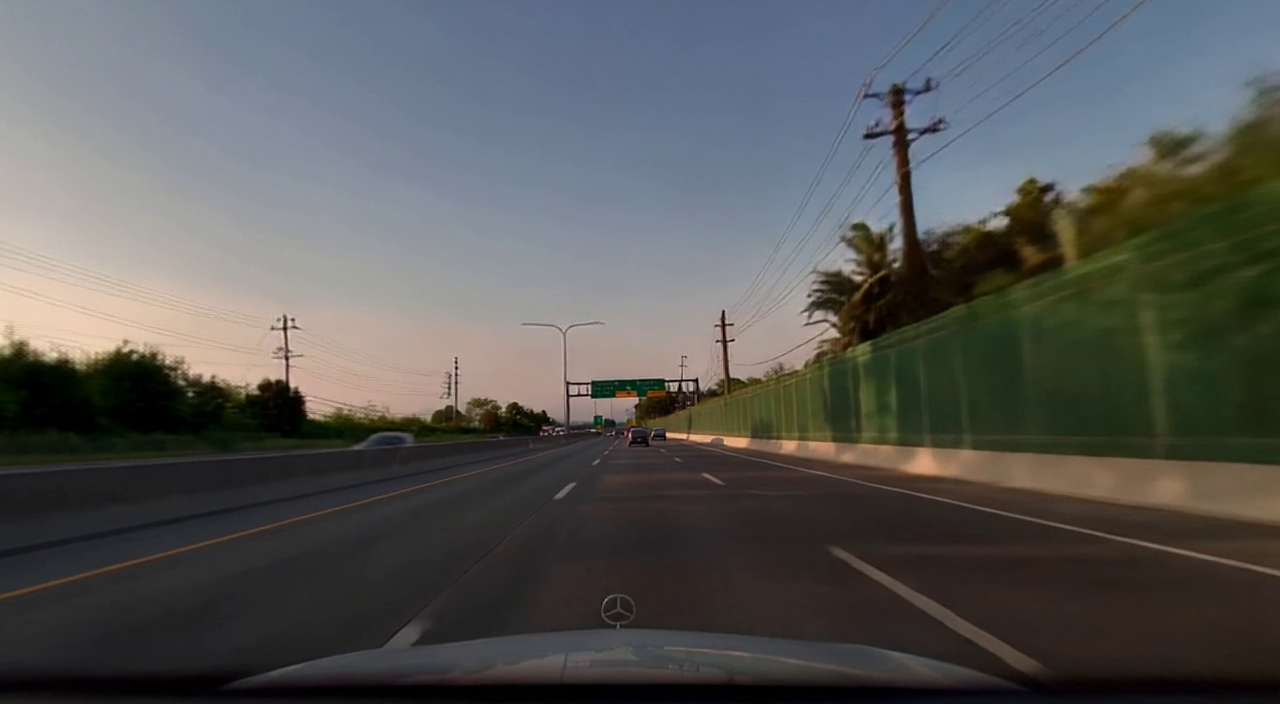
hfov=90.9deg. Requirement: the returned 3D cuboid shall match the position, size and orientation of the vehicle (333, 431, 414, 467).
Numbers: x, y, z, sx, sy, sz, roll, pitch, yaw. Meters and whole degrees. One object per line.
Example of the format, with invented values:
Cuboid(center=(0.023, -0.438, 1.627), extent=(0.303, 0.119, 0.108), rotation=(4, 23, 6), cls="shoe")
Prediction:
Cuboid(center=(-12.533, 4.563, 29.983), extent=(1.907, 1.549, 4.603), rotation=(0, -8, 0), cls="vehicle")
